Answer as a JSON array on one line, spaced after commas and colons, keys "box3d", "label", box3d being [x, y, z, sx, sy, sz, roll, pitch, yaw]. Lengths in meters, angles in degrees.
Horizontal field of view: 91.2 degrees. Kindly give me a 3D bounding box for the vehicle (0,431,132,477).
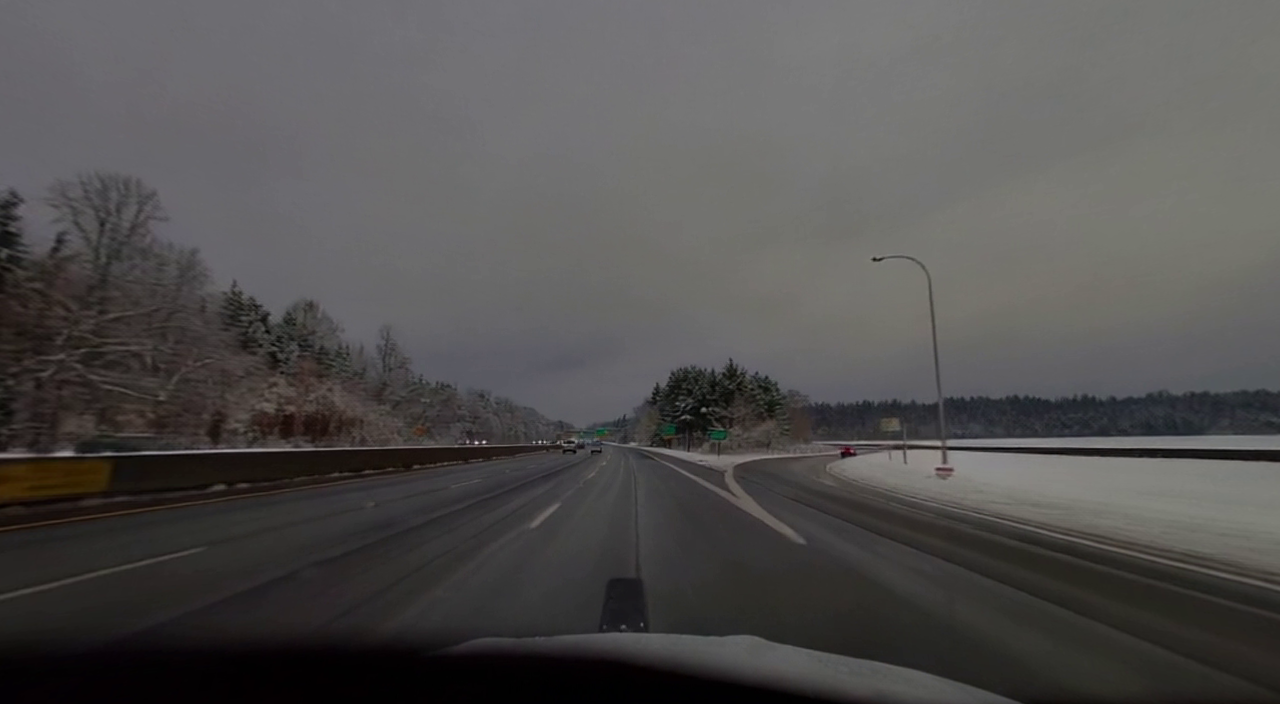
[{"box3d": [-21.903, 3.781, 23.487, 1.872, 1.515, 4.774, 0, -8, -1], "label": "vehicle"}]
